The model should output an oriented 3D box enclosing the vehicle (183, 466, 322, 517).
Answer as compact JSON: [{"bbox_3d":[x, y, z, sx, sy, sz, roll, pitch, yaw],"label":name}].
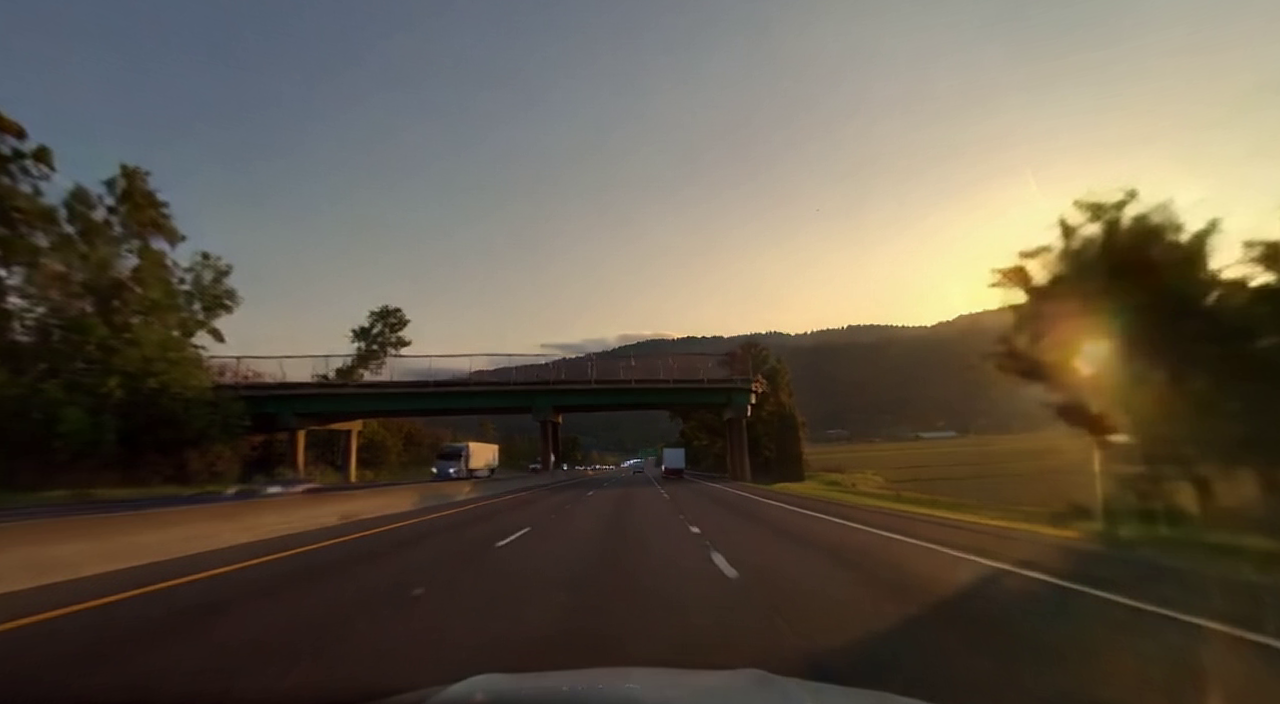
[{"bbox_3d":[-12.670,4.563,20.995,1.835,1.448,4.324,1,-10,0],"label":"vehicle"}]
